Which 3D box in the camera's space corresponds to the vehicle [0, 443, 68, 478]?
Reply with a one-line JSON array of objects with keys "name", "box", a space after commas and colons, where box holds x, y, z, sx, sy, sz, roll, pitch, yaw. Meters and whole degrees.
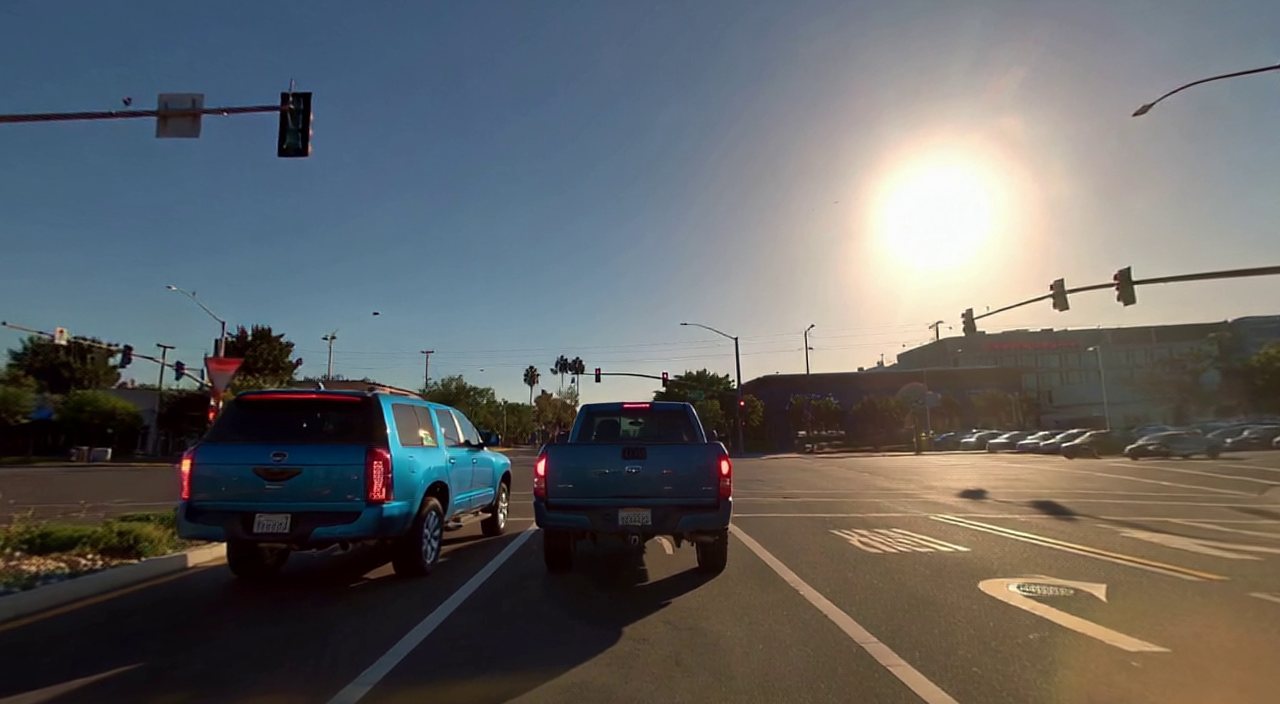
[{"name": "vehicle", "box": [-32.169, 5.447, 31.738, 4.406, 1.682, 2.040, 0, -8, -2]}]

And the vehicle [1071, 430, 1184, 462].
[{"name": "vehicle", "box": [27.945, 5.409, 36.091, 4.849, 1.759, 2.041, 0, -8, -2]}]

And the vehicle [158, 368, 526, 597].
[{"name": "vehicle", "box": [-2.962, 1.450, 7.817, 2.220, 1.926, 4.870, 0, -8, -1]}]

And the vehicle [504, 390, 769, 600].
[{"name": "vehicle", "box": [-0.058, 1.534, 7.662, 2.204, 1.738, 4.690, 0, -8, -1]}]

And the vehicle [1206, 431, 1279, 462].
[{"name": "vehicle", "box": [36.312, 5.507, 36.574, 4.714, 1.754, 2.041, 0, -8, -2]}]

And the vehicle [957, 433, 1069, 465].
[{"name": "vehicle", "box": [19.314, 5.048, 32.651, 4.624, 1.601, 1.871, 0, -8, -3]}]
